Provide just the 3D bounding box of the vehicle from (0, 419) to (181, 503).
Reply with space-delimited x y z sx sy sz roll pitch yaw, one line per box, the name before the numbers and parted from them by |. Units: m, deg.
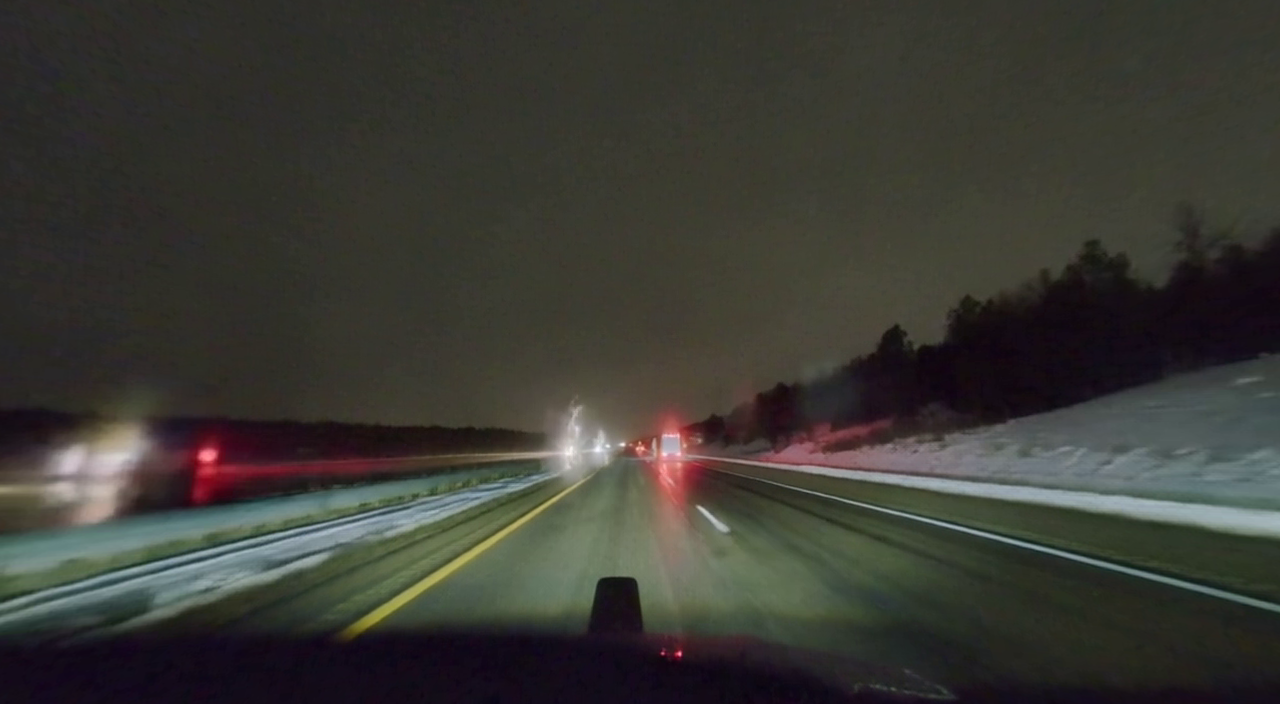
vehicle | -13.514 2.543 14.947 2.013 1.690 4.217 0 -9 -1
